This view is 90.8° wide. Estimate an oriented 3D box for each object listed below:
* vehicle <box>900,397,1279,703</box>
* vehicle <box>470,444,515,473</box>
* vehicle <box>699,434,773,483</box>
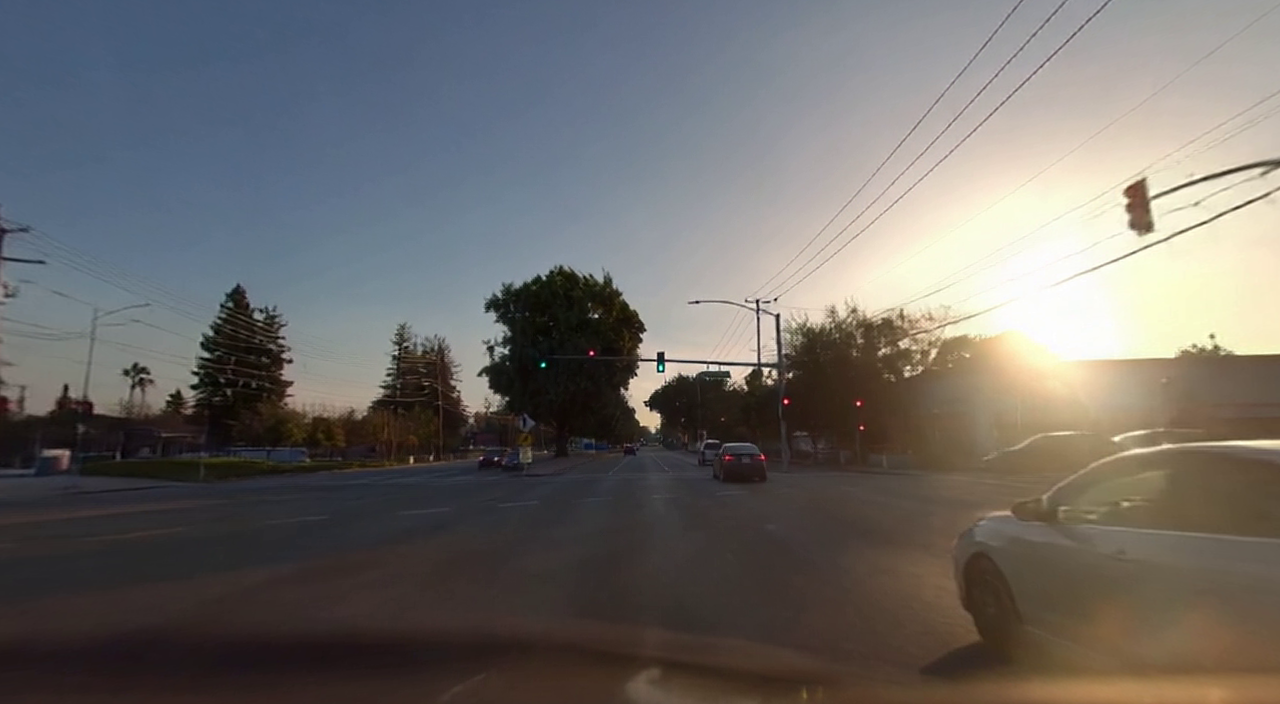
[{"bbox_3d":[3.280,1.038,3.236,2.004,1.455,4.417,0,-8,0],"label":"vehicle"},{"bbox_3d":[-9.097,6.561,39.324,1.816,1.478,4.404,-2,-6,-1],"label":"vehicle"},{"bbox_3d":[3.628,4.110,24.671,2.128,1.699,4.222,0,-8,-1],"label":"vehicle"}]
